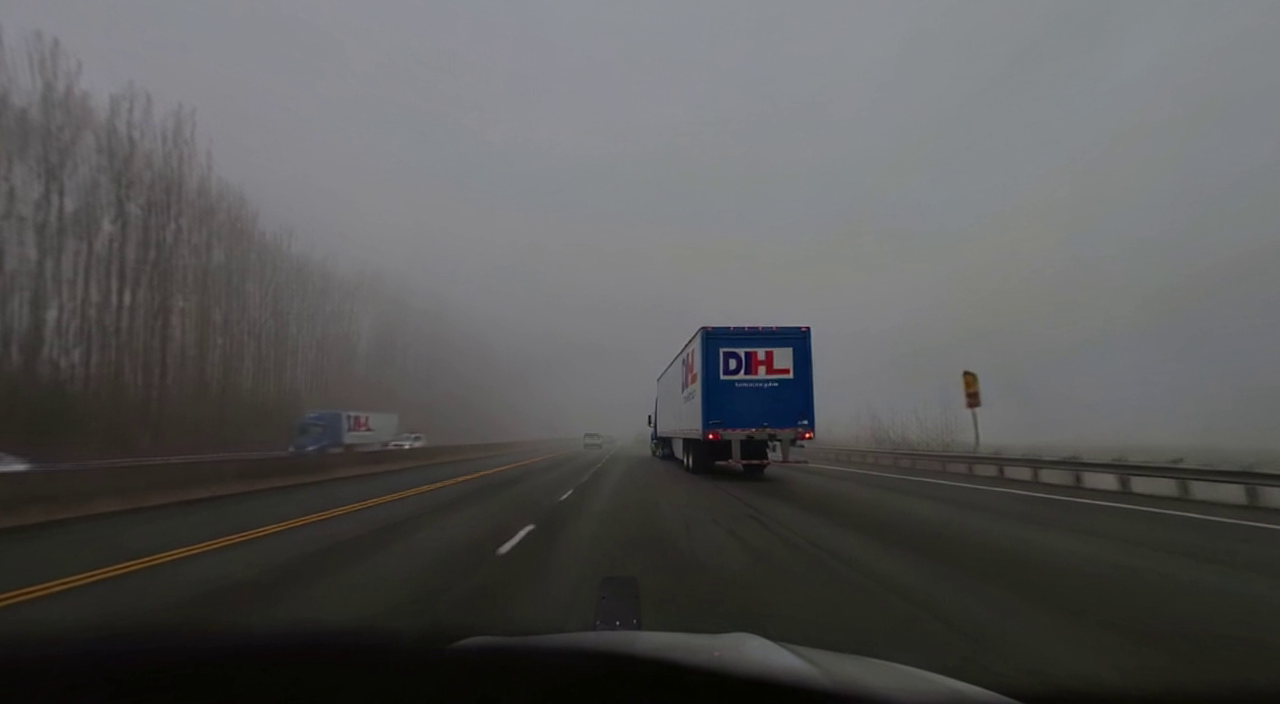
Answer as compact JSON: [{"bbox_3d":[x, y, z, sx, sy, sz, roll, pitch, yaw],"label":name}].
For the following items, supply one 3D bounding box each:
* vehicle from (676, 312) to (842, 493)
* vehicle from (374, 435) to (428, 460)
[{"bbox_3d":[3.011,1.736,19.164,3.011,4.211,8.926,0,-8,-2],"label":"vehicle"},{"bbox_3d":[-17.029,6.799,45.056,2.030,1.655,4.893,0,-8,-1],"label":"vehicle"}]
